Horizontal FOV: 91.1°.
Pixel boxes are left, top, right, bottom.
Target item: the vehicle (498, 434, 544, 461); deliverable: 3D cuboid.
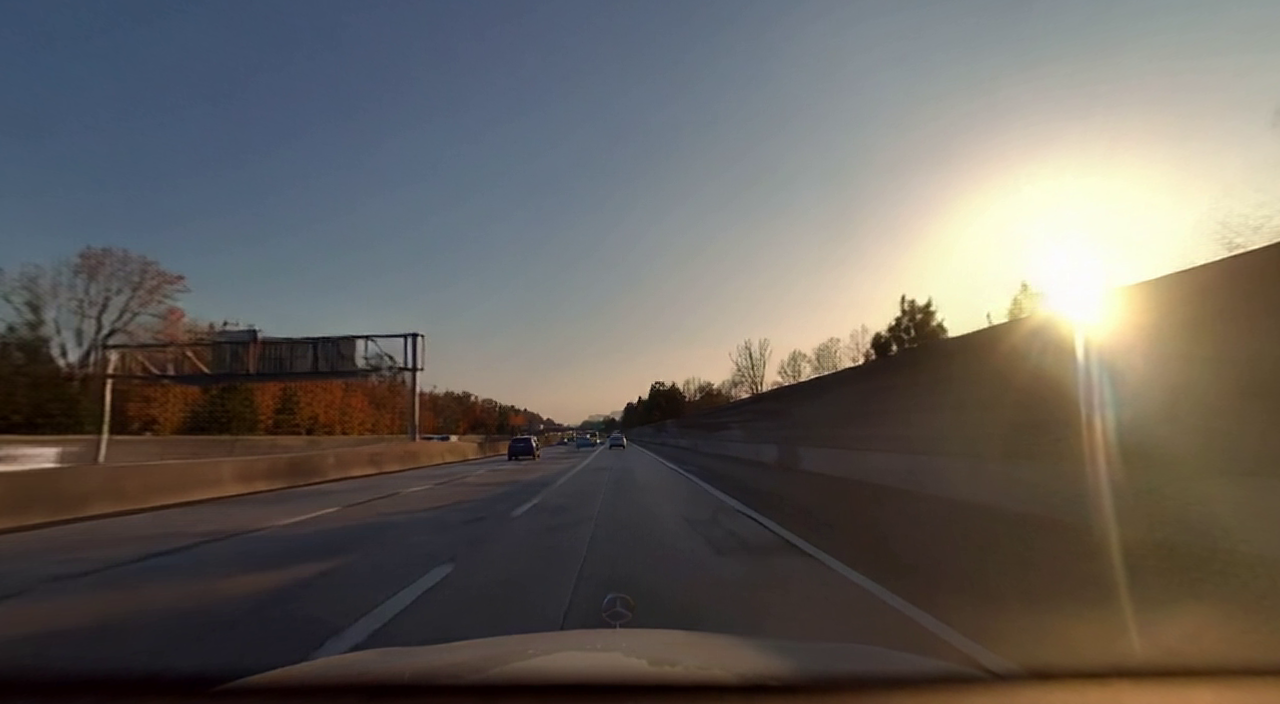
[{"bbox_3d":[-6.870,5.540,36.708,1.988,1.505,4.044,0,-8,-1],"label":"vehicle"}]
